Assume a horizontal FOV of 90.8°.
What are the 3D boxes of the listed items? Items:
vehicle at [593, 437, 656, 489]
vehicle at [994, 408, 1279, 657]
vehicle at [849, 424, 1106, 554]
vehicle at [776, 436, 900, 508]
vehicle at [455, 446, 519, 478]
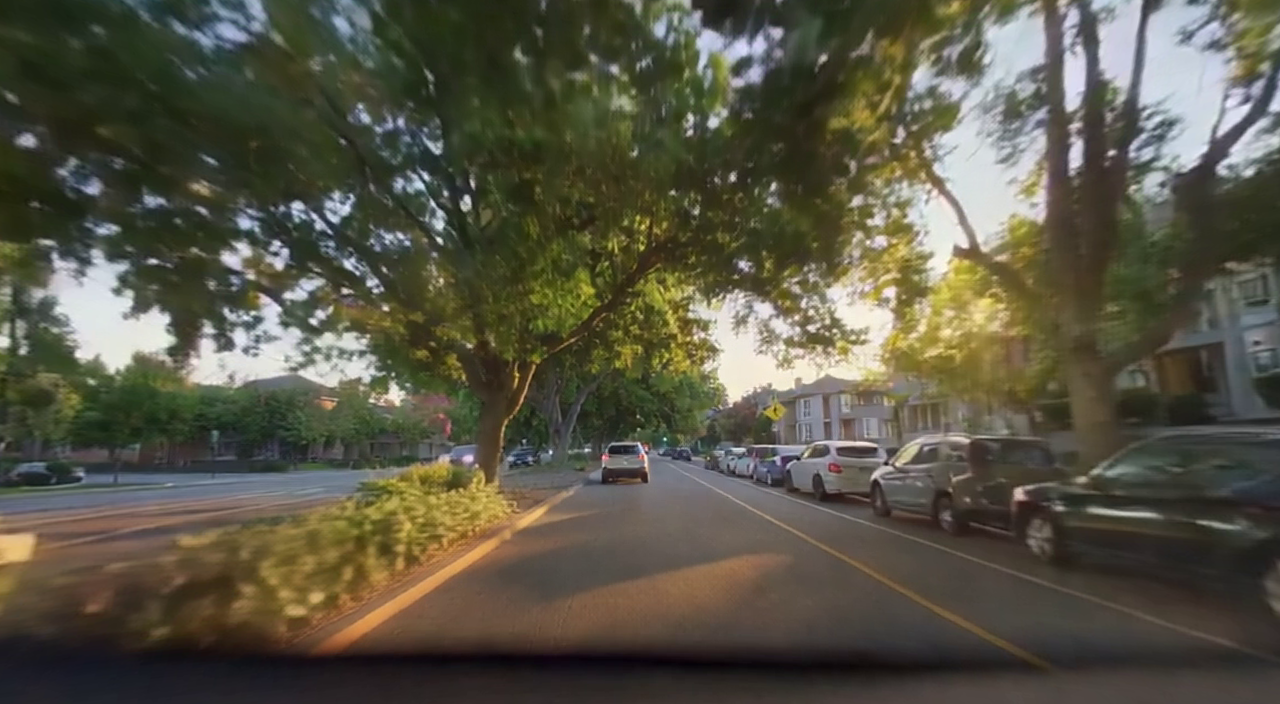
[{"bbox_3d":[-0.550,3.962,22.786,2.070,1.698,3.925,0,-9,-1],"label":"vehicle"},{"bbox_3d":[5.422,1.406,5.401,2.018,1.708,4.541,0,-9,-2],"label":"vehicle"},{"bbox_3d":[5.570,2.302,11.310,2.026,1.822,4.520,0,-9,-1],"label":"vehicle"},{"bbox_3d":[5.534,3.391,18.360,2.053,1.799,4.446,0,-9,-1],"label":"vehicle"},{"bbox_3d":[-7.611,5.517,32.033,2.105,1.474,4.808,0,-9,-1],"label":"vehicle"}]
